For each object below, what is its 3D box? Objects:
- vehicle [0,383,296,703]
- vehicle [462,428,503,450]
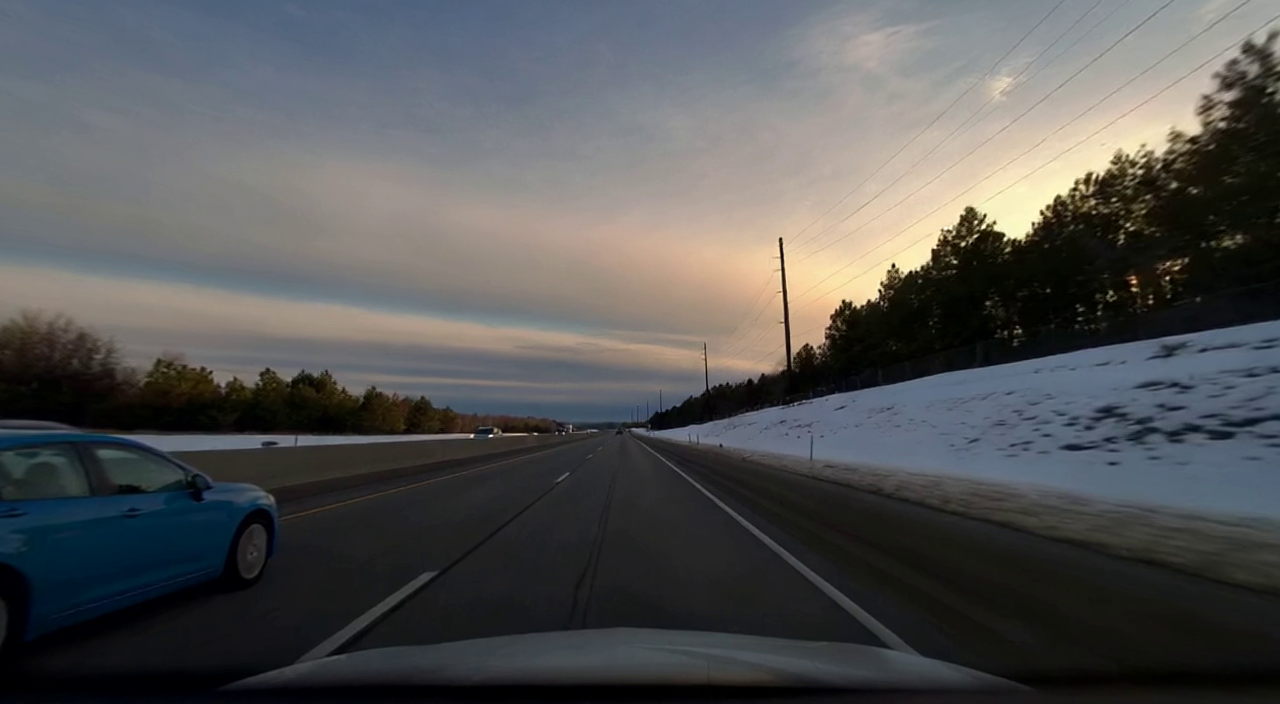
[{"bbox_3d":[-3.921,0.974,3.284,1.999,1.536,3.969,0,-8,-1],"label":"vehicle"},{"bbox_3d":[-11.650,6.469,46.826,1.933,1.526,4.646,0,-8,-1],"label":"vehicle"}]
